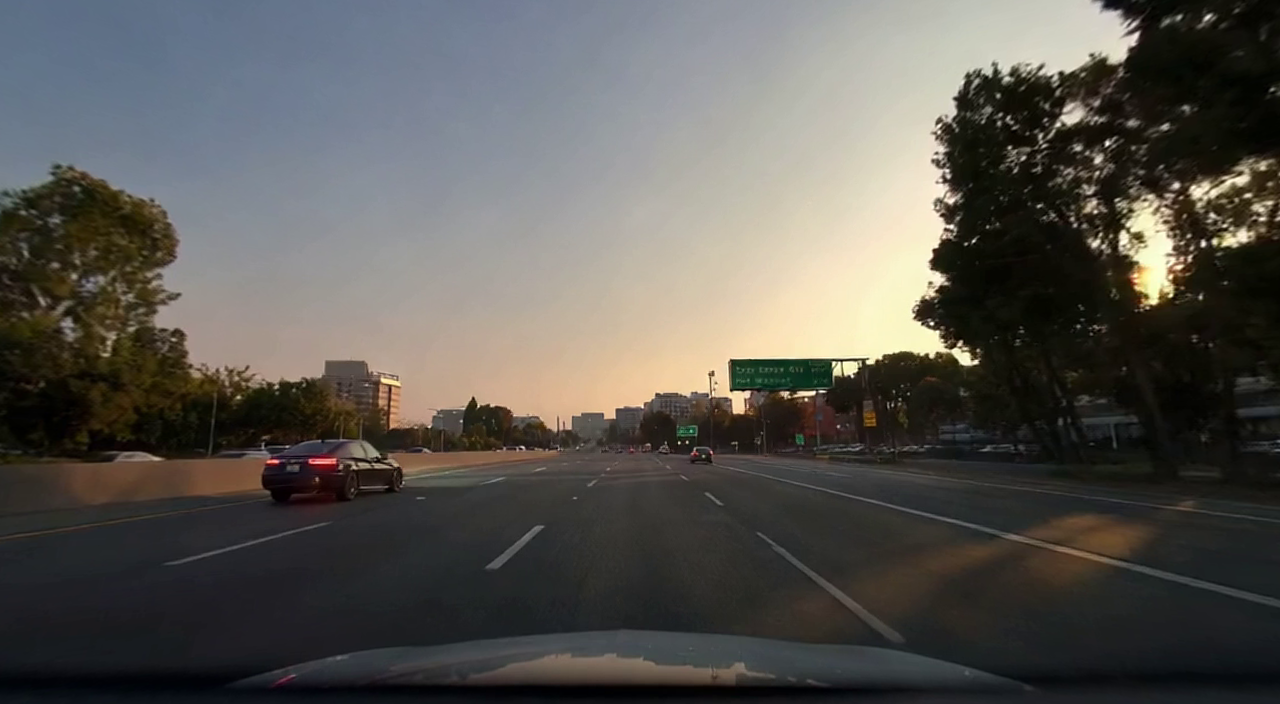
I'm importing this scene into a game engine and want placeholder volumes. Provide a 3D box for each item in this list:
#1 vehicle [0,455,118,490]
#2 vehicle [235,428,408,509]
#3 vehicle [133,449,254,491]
[{"bbox_3d":[-28.044,5.725,30.337,1.979,1.489,4.664,0,-9,0],"label":"vehicle"},{"bbox_3d":[-7.696,2.843,15.886,2.089,1.724,4.327,0,-9,0],"label":"vehicle"},{"bbox_3d":[-17.283,4.561,24.742,1.816,1.433,3.993,-1,-9,0],"label":"vehicle"}]
